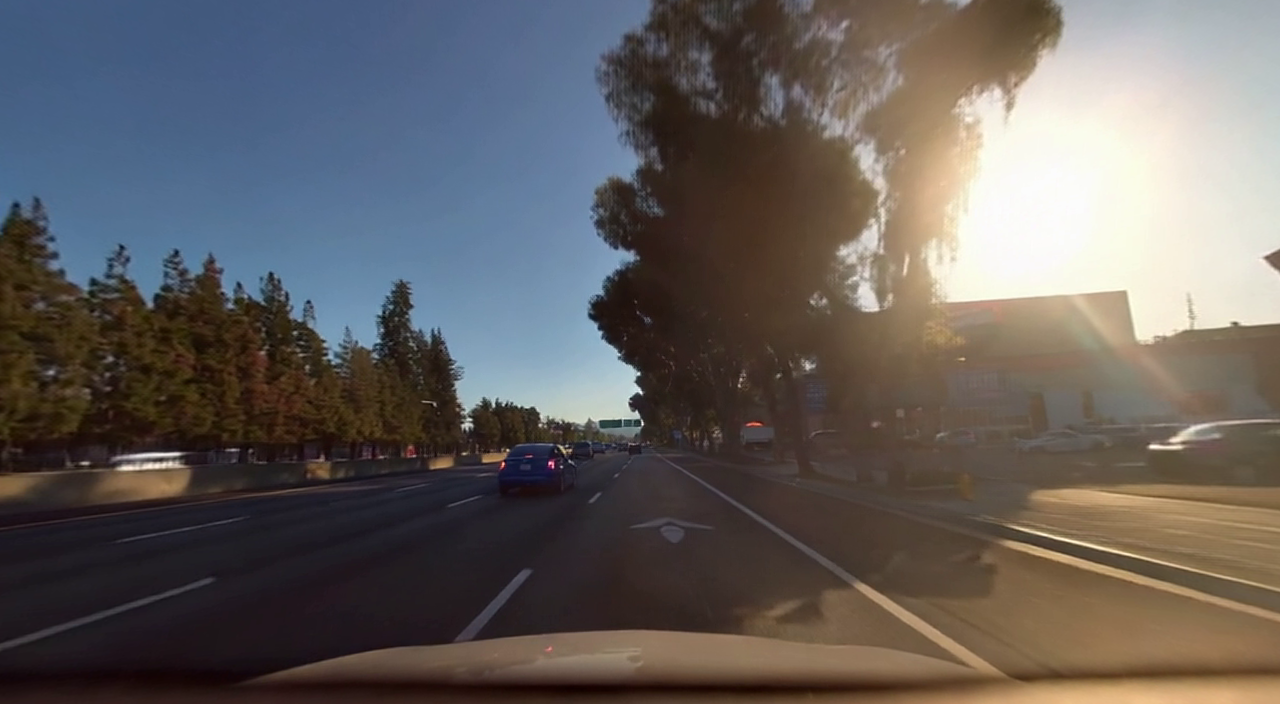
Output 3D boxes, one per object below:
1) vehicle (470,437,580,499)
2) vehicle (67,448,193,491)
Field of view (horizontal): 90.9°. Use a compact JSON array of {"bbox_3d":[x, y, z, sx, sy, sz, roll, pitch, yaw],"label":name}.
[{"bbox_3d":[-3.050,3.181,17.732,2.152,1.479,4.394,0,-8,2],"label":"vehicle"},{"bbox_3d":[-25.105,5.749,31.308,2.099,1.906,4.891,0,-8,1],"label":"vehicle"}]
